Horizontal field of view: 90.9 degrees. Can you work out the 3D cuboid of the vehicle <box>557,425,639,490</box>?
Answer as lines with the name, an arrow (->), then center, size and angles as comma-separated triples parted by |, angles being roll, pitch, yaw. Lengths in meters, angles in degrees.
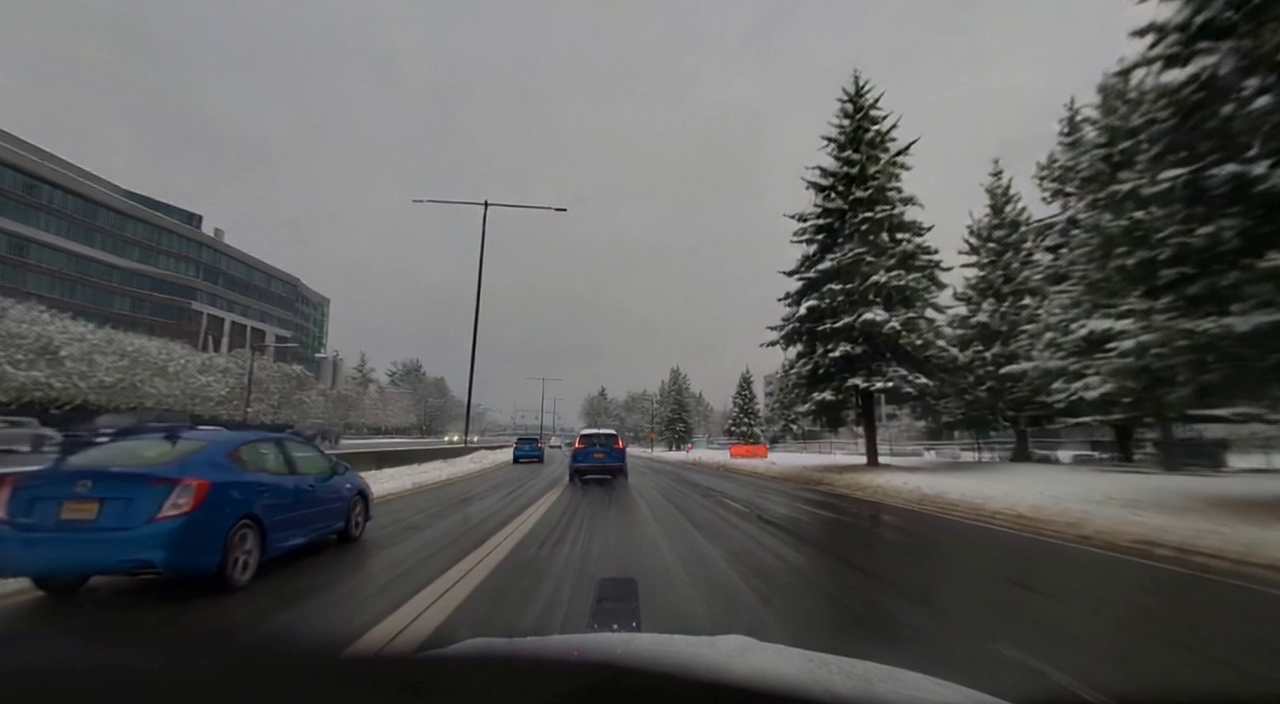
vehicle -> -1.060, 2.695, 16.489 | 1.913, 1.499, 3.581 | 0, -8, -3

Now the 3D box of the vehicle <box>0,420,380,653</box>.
vehicle -> -4.175, 1.392, 5.891 | 1.848, 1.406, 4.013 | 0, -8, -1

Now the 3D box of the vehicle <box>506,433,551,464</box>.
vehicle -> -5.672, 4.950, 32.533 | 1.888, 1.486, 4.310 | 1, -8, -5
